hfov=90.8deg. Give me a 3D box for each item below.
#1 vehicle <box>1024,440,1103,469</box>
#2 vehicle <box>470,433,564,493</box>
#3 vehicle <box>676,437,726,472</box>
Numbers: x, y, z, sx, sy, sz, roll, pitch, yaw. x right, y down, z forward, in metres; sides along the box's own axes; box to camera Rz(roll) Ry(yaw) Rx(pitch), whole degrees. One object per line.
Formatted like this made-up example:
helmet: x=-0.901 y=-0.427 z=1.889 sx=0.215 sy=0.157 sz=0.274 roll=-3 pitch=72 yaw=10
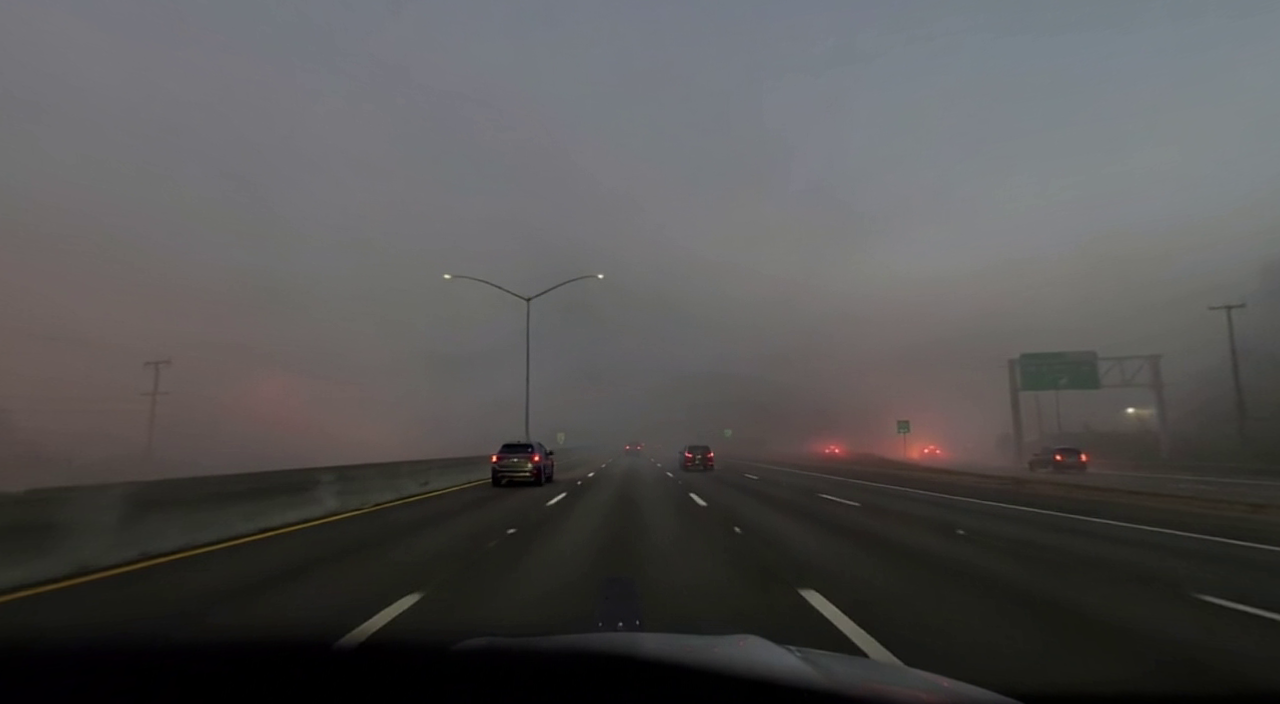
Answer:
vehicle: x=28.138 y=6.801 z=42.213 sx=2.070 sy=1.782 sz=5.006 roll=-1 pitch=-9 yaw=5
vehicle: x=-3.799 y=3.522 z=20.424 sx=2.099 sy=1.682 sz=4.590 roll=0 pitch=-9 yaw=0
vehicle: x=2.994 y=5.139 z=31.862 sx=1.997 sy=1.638 sz=4.281 roll=0 pitch=-9 yaw=-1
